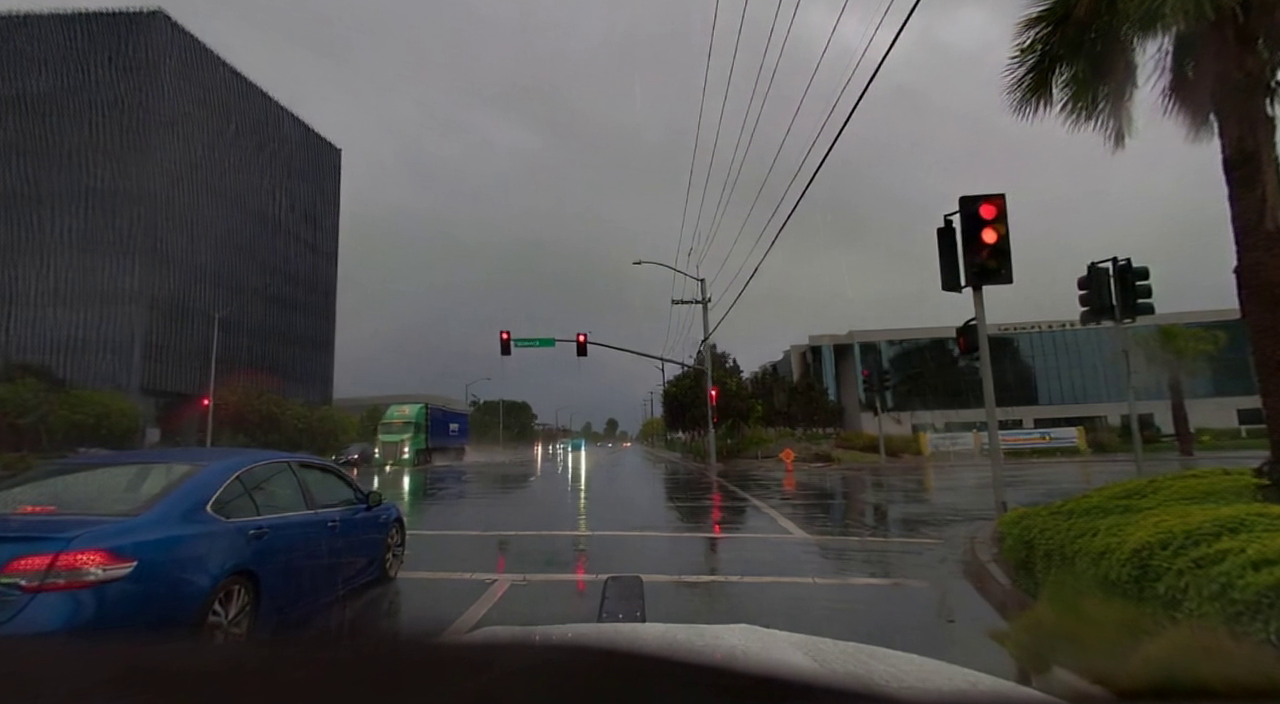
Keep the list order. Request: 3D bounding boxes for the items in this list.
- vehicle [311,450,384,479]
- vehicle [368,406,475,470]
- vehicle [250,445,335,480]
[{"bbox_3d":[-15.348,5.926,33.290,1.875,1.389,3.784,0,-9,3],"label":"vehicle"},{"bbox_3d":[-15.128,6.249,45.007,3.014,3.949,11.279,0,-9,3],"label":"vehicle"},{"bbox_3d":[-19.082,6.058,34.826,2.017,1.739,4.569,0,-9,1],"label":"vehicle"}]
